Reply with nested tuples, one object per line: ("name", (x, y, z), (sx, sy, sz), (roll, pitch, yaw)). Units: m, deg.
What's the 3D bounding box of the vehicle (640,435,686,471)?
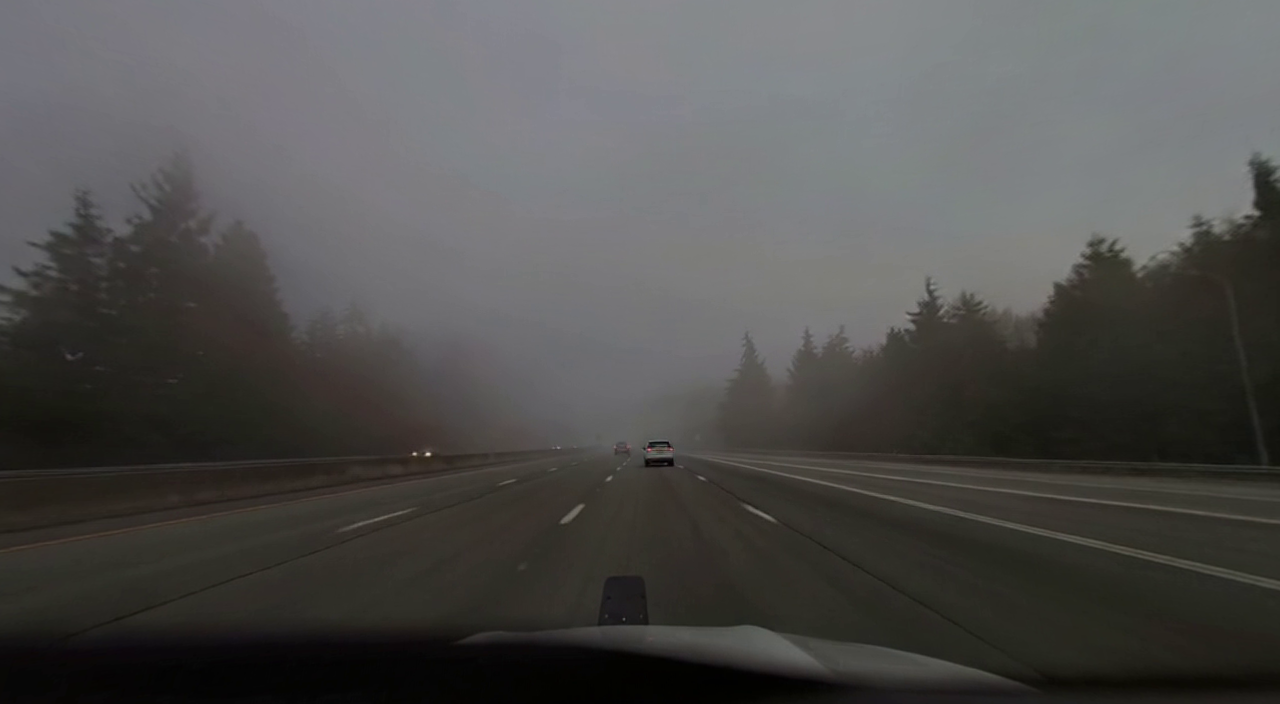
("vehicle", (1.133, 5.349, 33.733), (2.260, 1.766, 4.348), (0, -8, -1))
